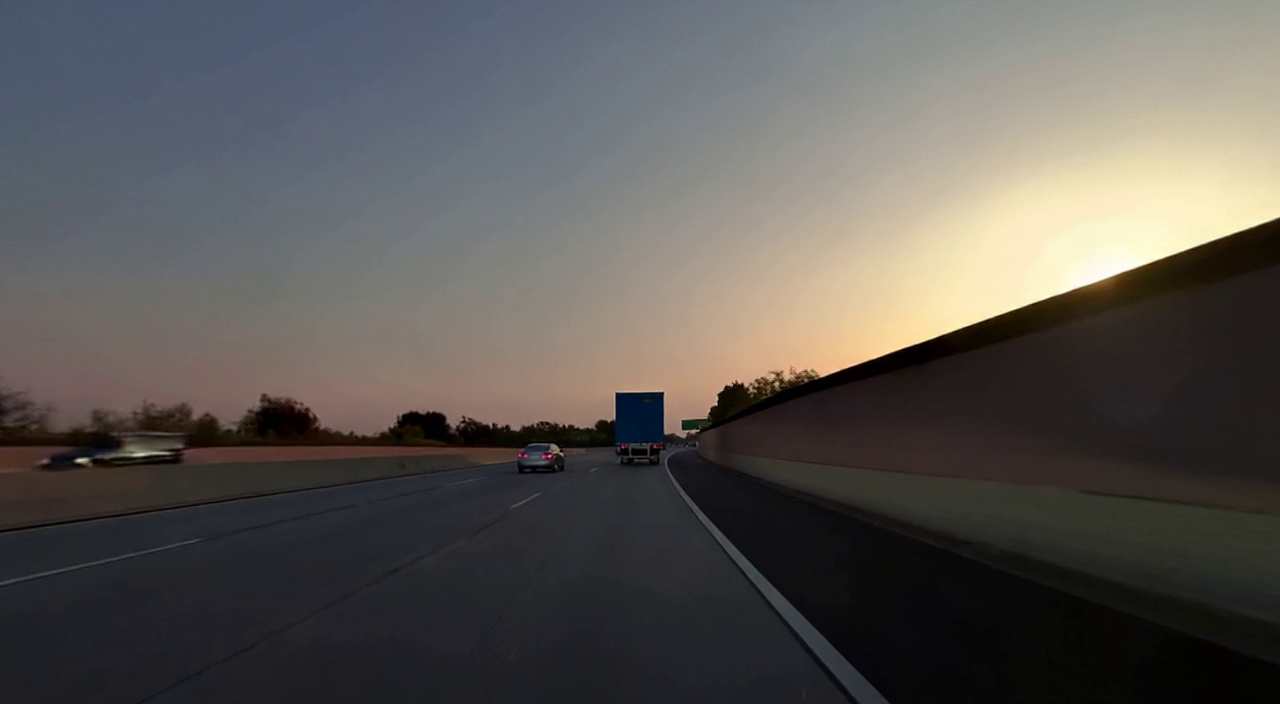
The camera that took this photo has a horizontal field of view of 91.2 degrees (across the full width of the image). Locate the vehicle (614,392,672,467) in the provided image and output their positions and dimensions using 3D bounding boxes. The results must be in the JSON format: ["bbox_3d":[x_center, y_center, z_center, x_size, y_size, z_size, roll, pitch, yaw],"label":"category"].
[{"bbox_3d":[0.275,5.042,39.729,3.123,4.094,10.812,0,-9,1],"label":"vehicle"}]

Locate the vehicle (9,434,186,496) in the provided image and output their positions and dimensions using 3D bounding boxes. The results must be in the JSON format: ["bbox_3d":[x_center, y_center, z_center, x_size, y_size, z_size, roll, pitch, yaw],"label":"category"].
[{"bbox_3d":[-24.040,5.011,28.279,2.274,2.431,6.163,-1,-9,2],"label":"vehicle"}]

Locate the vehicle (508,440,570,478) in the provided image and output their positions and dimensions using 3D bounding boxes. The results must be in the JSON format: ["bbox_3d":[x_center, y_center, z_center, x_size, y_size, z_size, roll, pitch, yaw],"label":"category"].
[{"bbox_3d":[-4.192,4.527,26.684,1.895,1.500,3.808,0,-9,2],"label":"vehicle"}]
